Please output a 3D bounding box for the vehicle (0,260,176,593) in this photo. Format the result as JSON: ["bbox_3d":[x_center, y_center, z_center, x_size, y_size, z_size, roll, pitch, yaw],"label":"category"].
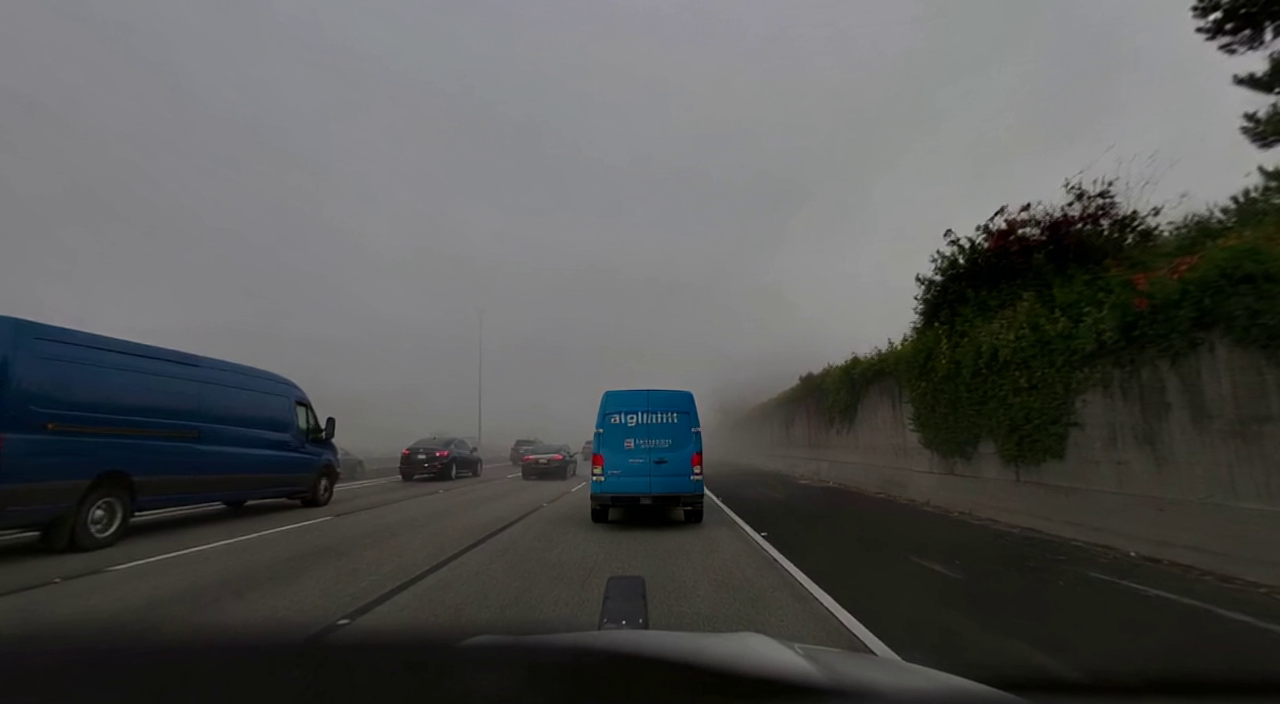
[{"bbox_3d":[-7.407,0.475,4.368,2.717,3.113,7.354,0,-8,0],"label":"vehicle"}]

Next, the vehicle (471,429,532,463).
[{"bbox_3d":[-9.454,6.533,43.767,2.566,2.158,5.957,-1,-8,3],"label":"vehicle"}]

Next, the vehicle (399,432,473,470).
[{"bbox_3d":[-10.498,5.136,32.894,2.061,1.846,4.852,-1,-8,2],"label":"vehicle"}]

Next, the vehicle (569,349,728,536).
[{"bbox_3d":[0.179,1.787,12.518,2.316,2.738,6.398,0,-8,1],"label":"vehicle"}]
